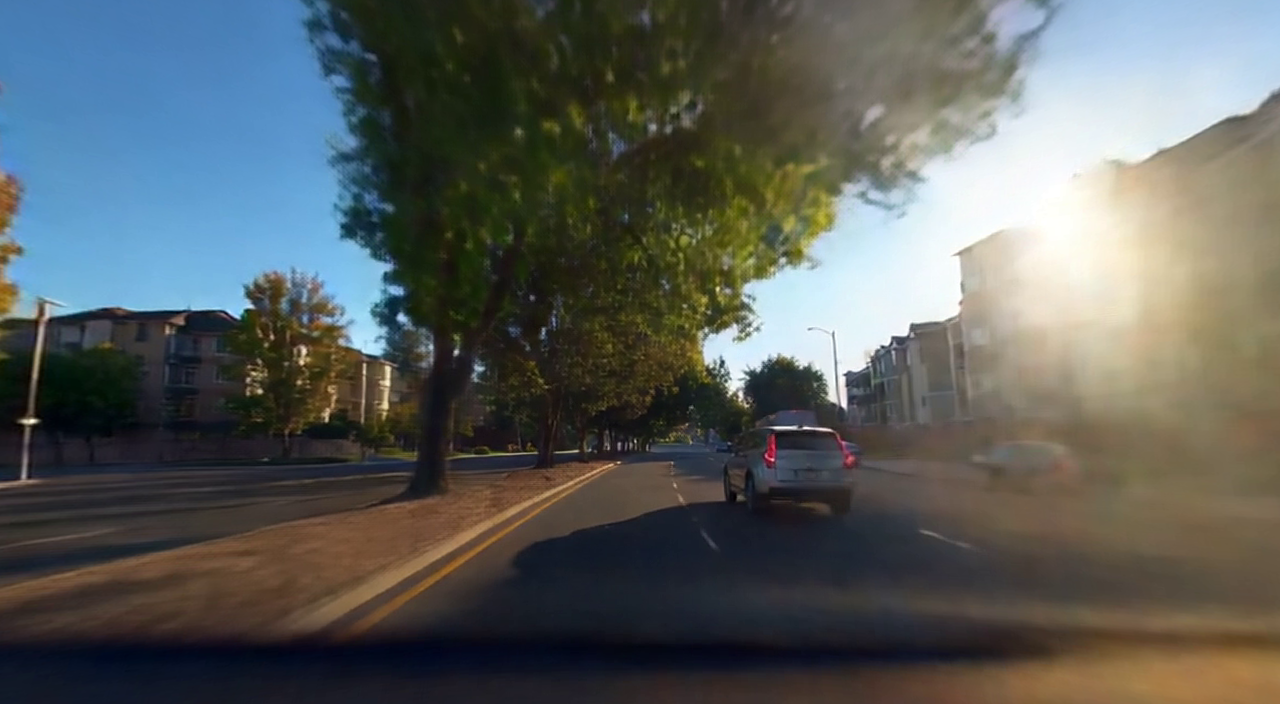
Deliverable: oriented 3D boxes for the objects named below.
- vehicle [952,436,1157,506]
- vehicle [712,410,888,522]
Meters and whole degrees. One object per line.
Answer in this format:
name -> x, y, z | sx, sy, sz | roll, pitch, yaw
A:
vehicle -> 9.977, 2.875, 15.795 | 1.893, 1.469, 4.615 | 0, -9, -2
vehicle -> 2.866, 2.194, 12.615 | 2.215, 1.812, 4.569 | 0, -9, -1
